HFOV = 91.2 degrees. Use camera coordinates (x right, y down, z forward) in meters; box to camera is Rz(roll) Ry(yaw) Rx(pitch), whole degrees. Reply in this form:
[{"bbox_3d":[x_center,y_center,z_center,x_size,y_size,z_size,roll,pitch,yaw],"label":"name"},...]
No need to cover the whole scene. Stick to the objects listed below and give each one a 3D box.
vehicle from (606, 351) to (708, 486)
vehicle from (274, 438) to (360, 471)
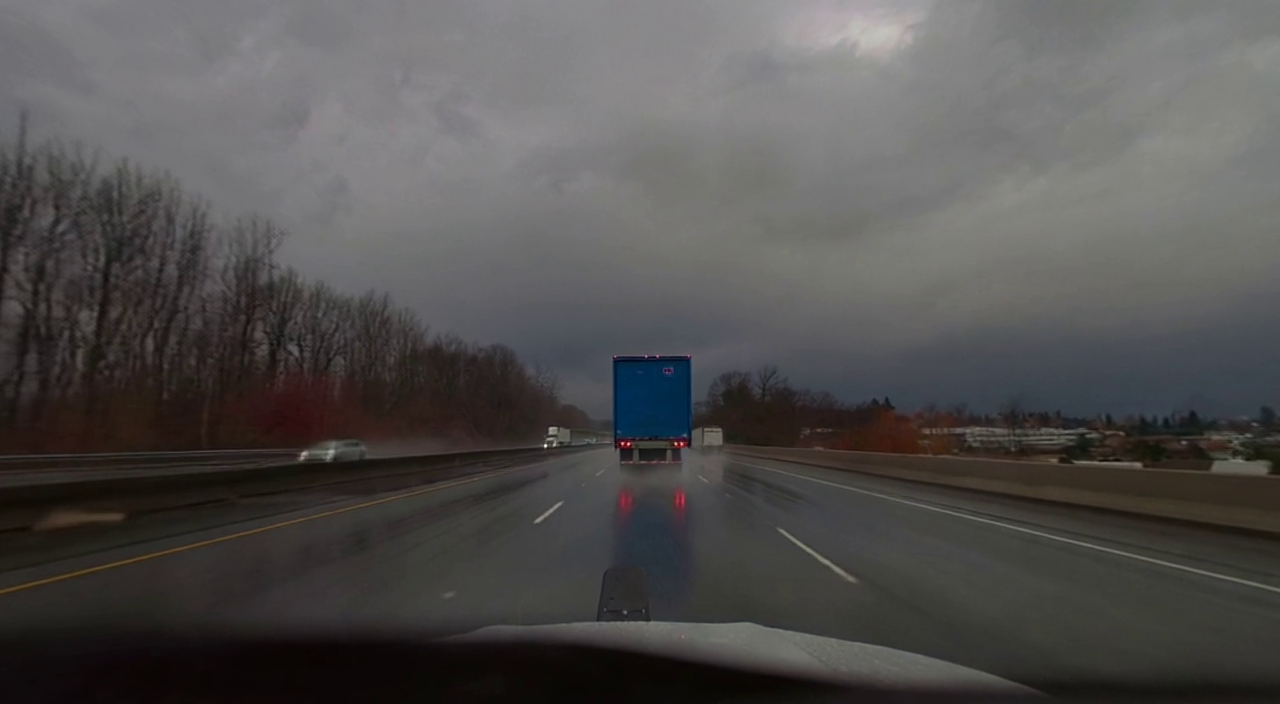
[{"bbox_3d":[0.502,2.710,23.986,3.010,4.039,10.481,0,-8,0],"label":"vehicle"},{"bbox_3d":[-16.791,5.345,32.922,2.022,1.612,4.535,0,-8,1],"label":"vehicle"}]
